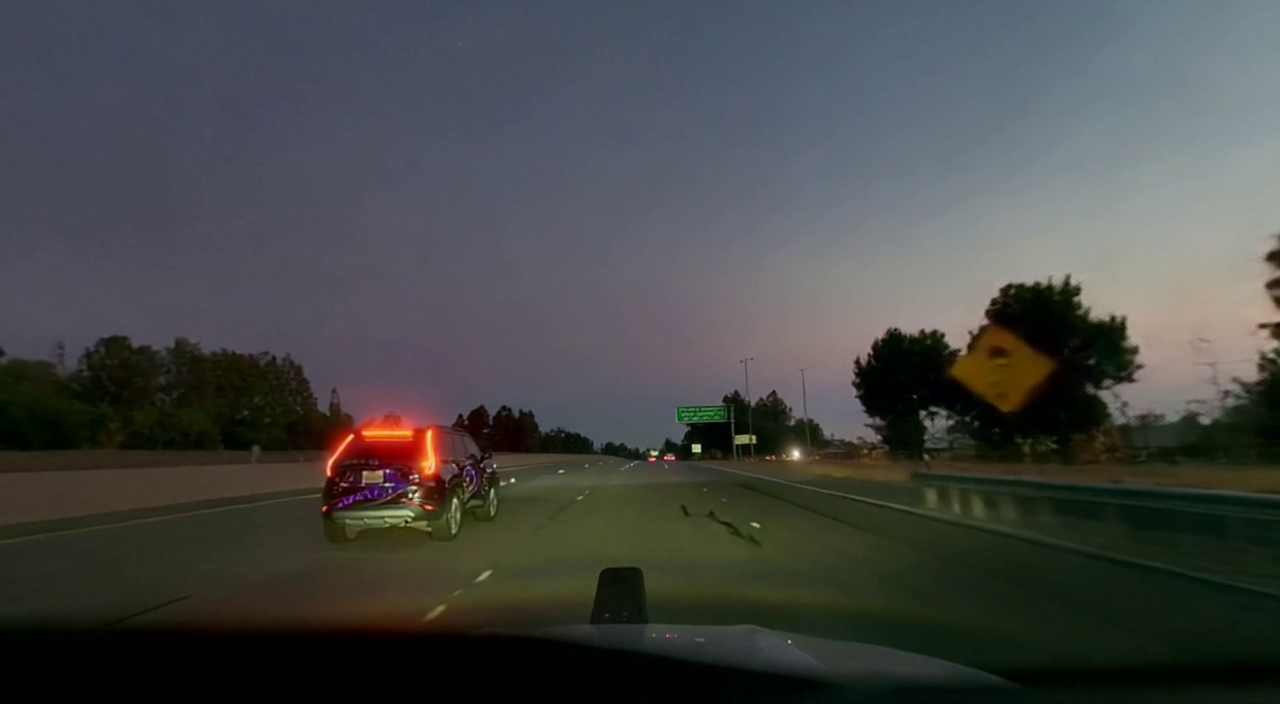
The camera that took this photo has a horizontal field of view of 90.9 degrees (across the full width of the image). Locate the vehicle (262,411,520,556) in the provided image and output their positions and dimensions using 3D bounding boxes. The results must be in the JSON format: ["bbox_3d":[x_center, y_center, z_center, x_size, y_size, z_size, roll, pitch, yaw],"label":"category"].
[{"bbox_3d":[-3.594,2.003,10.355,2.183,1.803,4.685,0,-8,2],"label":"vehicle"}]
